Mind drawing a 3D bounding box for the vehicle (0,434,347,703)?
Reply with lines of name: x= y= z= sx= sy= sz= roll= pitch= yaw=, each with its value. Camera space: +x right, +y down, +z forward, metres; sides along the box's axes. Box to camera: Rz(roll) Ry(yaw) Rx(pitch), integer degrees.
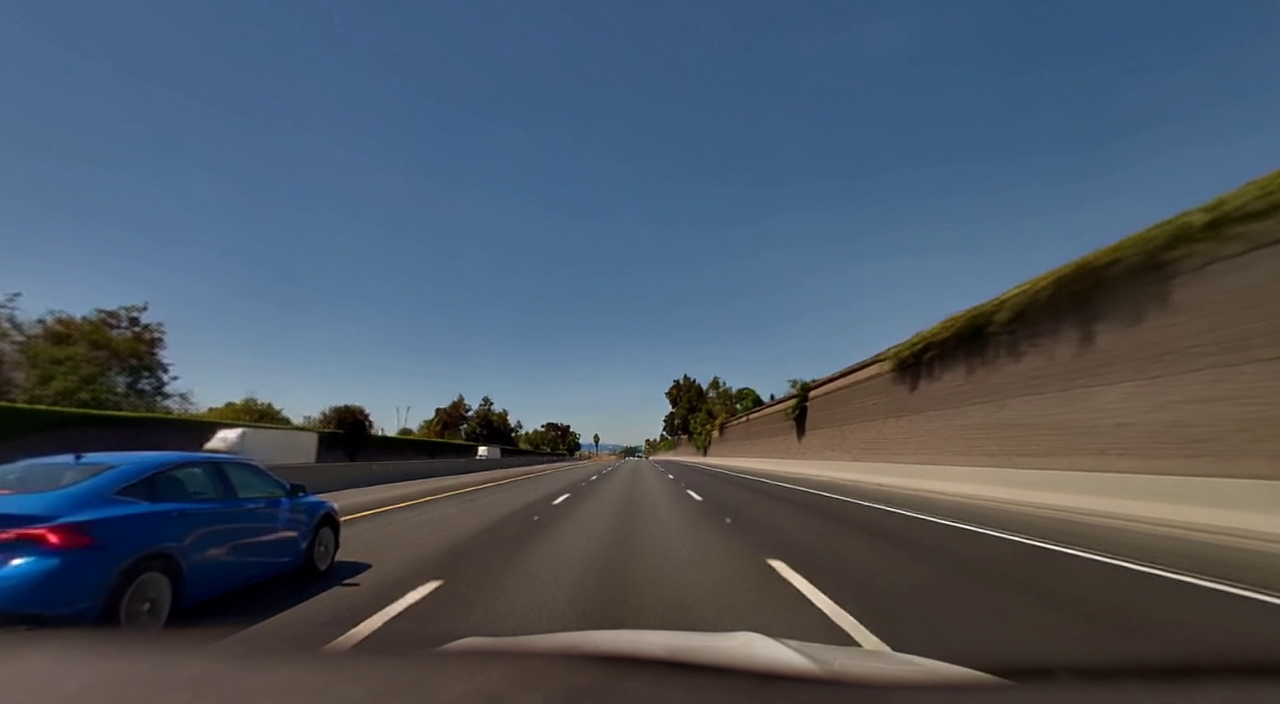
vehicle: x=-3.957 y=1.353 z=4.395 sx=1.935 sy=1.479 sz=3.787 roll=0 pitch=-9 yaw=1
